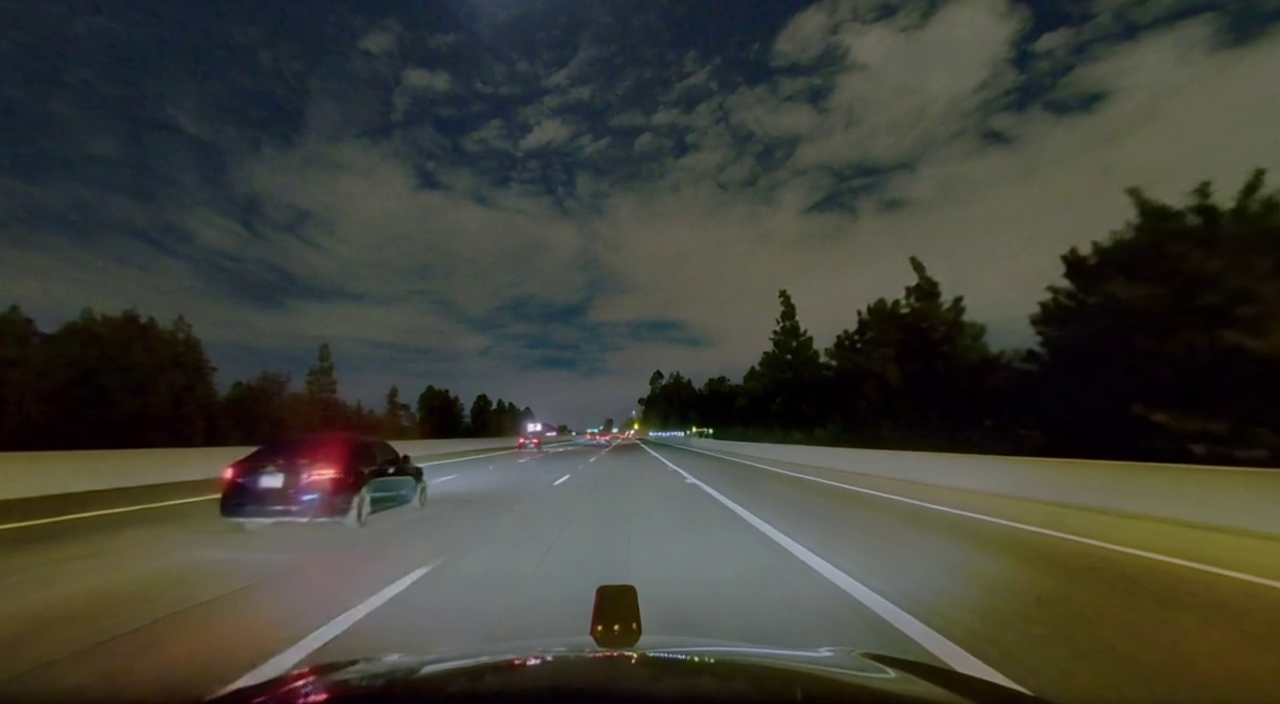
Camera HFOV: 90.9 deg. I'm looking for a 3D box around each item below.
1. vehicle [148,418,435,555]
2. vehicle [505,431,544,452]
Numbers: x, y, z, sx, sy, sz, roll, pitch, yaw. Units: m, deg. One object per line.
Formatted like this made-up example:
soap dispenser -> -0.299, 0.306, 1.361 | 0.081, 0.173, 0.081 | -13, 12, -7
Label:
vehicle -> -4.458, 1.725, 8.851 | 1.912, 1.495, 3.703 | 0, -7, 0
vehicle -> -9.004, 7.044, 49.628 | 2.092, 1.574, 5.251 | 0, -7, 0
